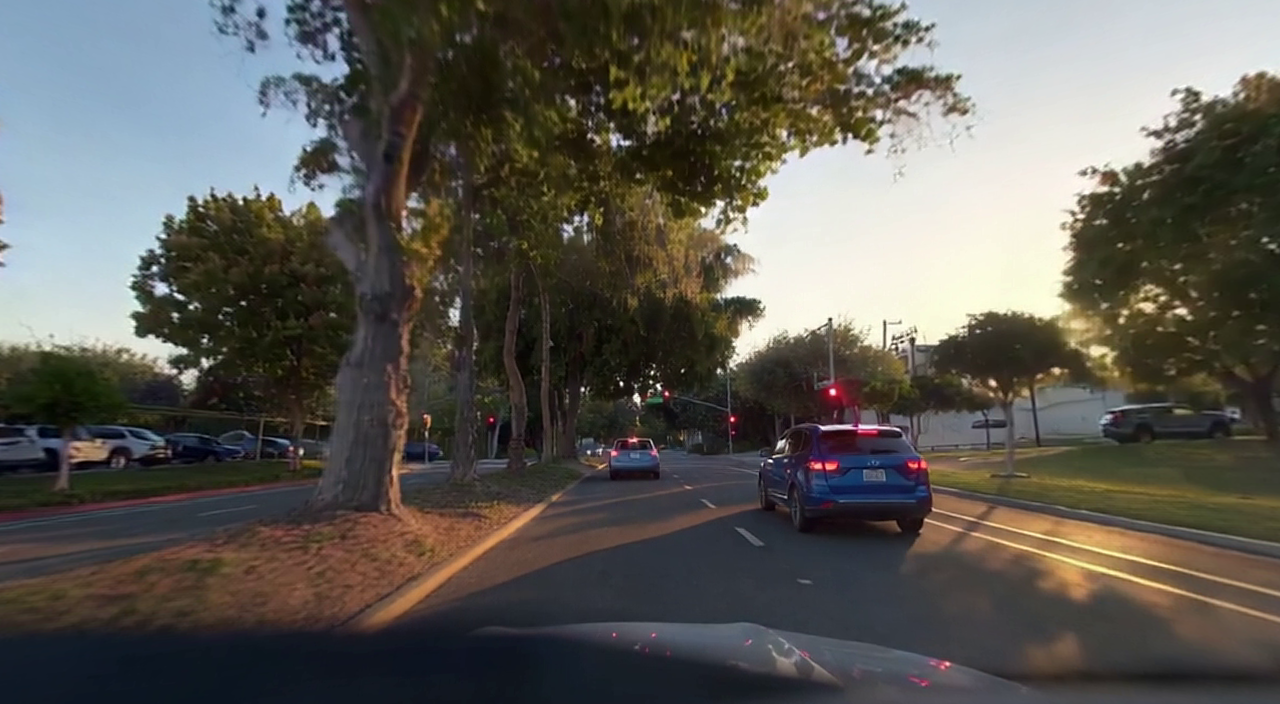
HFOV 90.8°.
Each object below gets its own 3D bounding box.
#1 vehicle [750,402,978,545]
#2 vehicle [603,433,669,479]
[{"bbox_3d":[3.172,1.838,10.114,2.046,1.768,4.370,0,-8,0],"label":"vehicle"},{"bbox_3d":[-0.143,3.771,23.163,2.177,1.512,4.682,0,-8,0],"label":"vehicle"}]
